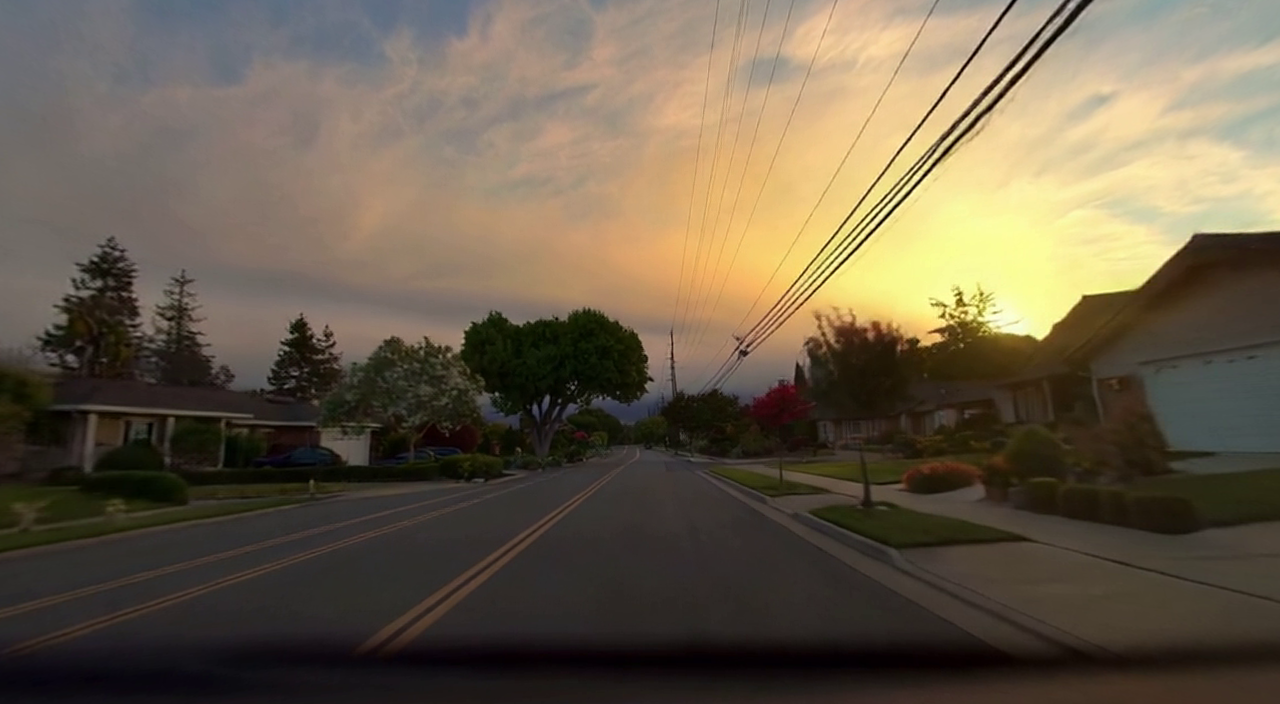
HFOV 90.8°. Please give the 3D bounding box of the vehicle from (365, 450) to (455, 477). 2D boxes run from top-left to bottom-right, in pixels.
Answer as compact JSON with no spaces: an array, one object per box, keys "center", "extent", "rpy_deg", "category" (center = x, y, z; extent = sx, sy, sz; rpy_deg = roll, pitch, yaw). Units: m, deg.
[{"center":[-13.743,6.655,37.952],"extent":[4.554,1.535,2.261],"rpy_deg":[0,-9,-2],"category":"vehicle"}]
